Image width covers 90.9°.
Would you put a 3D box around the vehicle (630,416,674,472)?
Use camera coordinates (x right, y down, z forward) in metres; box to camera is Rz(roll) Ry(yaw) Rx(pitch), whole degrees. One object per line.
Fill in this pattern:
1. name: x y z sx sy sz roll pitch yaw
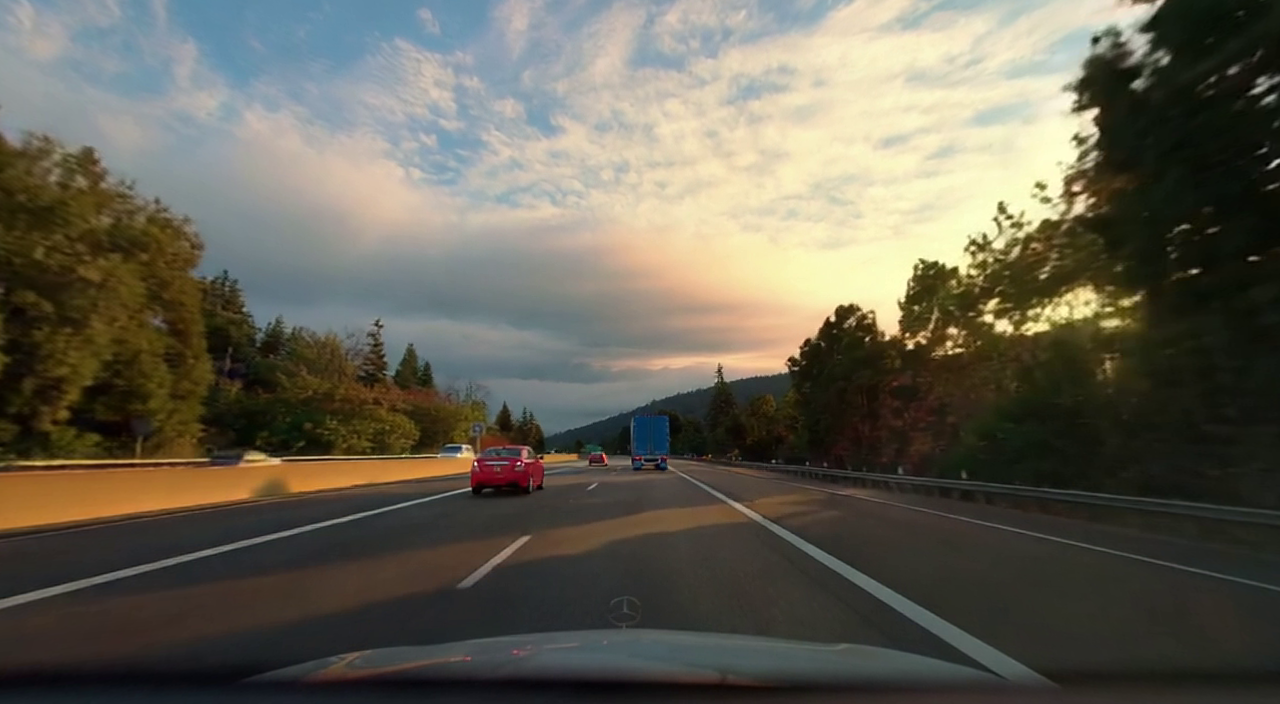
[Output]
1. vehicle: 0.755 6.675 45.684 2.893 3.628 9.081 0 -9 0

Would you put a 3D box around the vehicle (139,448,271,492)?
1. vehicle: -16.171 4.361 23.733 1.898 1.482 4.196 0 -9 1

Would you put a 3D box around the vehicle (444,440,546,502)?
1. vehicle: -4.080 3.397 18.404 1.977 1.602 3.944 0 -9 1
